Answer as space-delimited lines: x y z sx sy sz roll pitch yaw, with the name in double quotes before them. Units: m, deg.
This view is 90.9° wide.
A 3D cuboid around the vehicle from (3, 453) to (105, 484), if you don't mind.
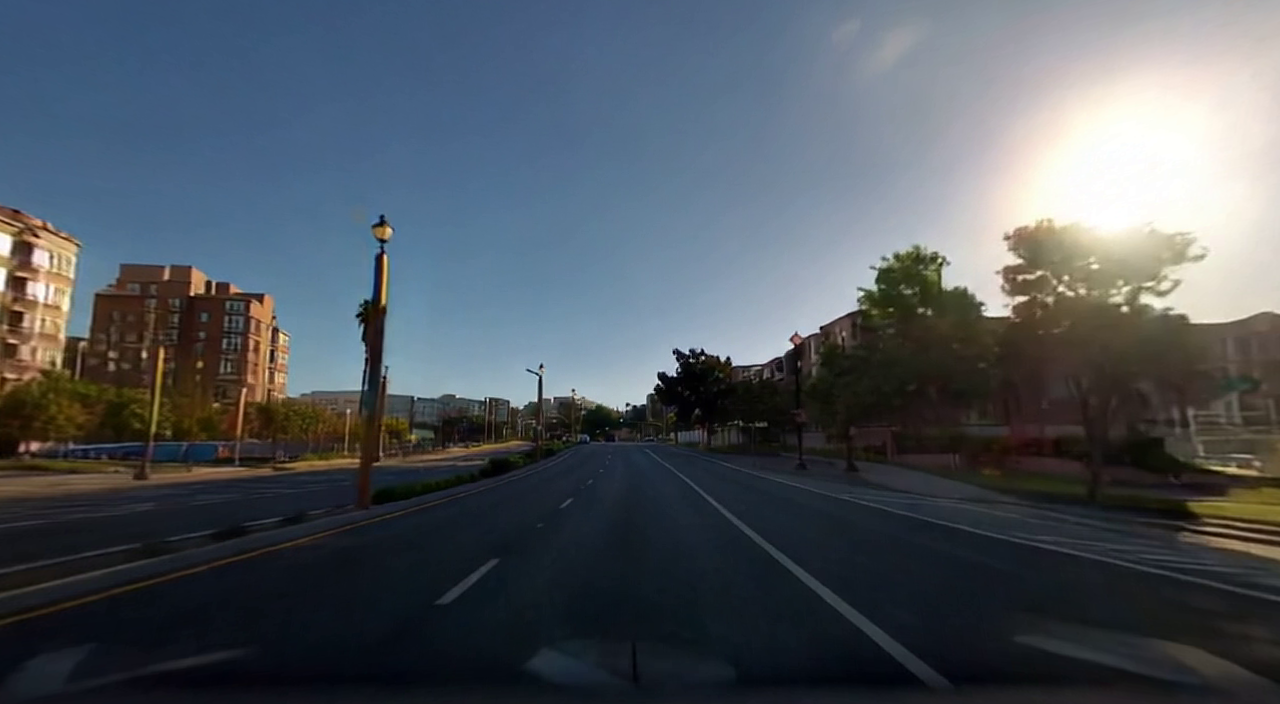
"vehicle" -28.794 5.738 31.112 1.518 1.364 3.470 1 -10 2
